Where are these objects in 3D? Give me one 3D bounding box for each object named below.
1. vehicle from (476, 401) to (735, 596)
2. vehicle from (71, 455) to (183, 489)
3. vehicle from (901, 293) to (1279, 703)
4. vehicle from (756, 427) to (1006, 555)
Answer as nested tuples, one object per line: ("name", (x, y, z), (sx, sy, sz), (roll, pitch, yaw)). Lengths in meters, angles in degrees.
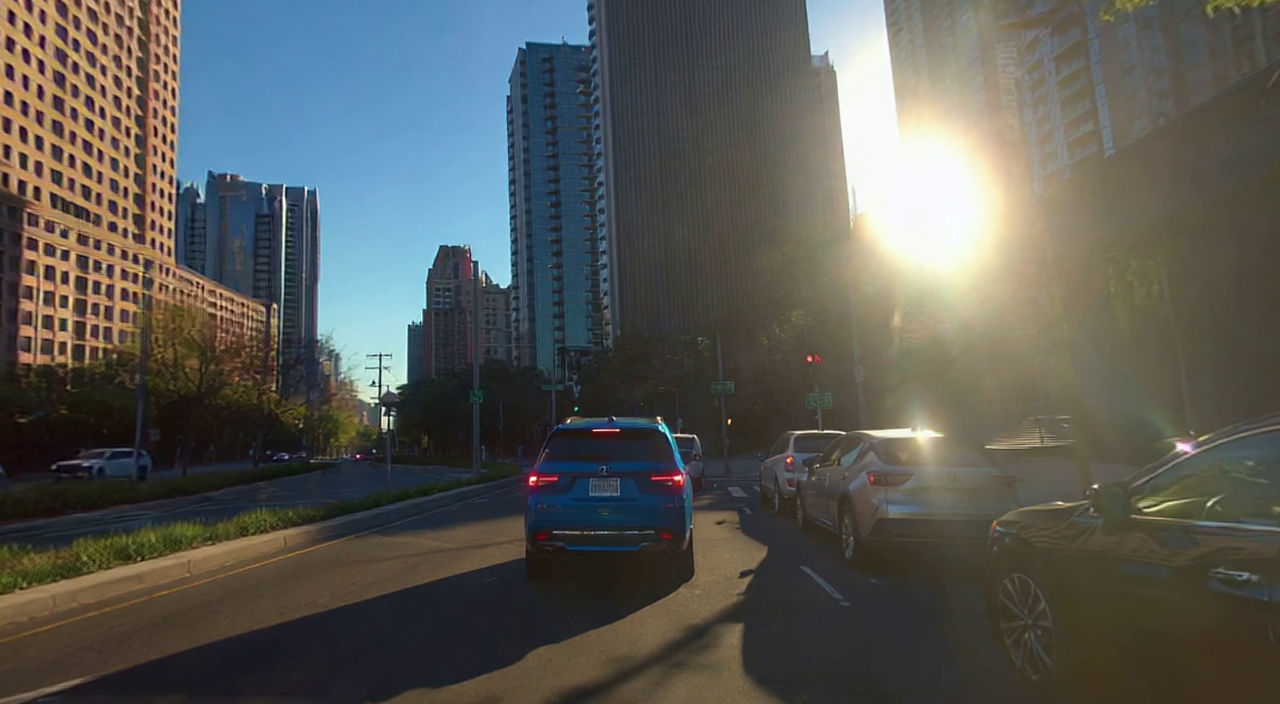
("vehicle", (-0.342, 1.586, 7.639), (2.249, 1.684, 4.084), (0, -9, -1))
("vehicle", (-25.318, 5.917, 31.429), (1.960, 1.459, 4.699), (1, -9, -6))
("vehicle", (2.999, 0.750, 2.245), (2.063, 1.760, 4.664), (0, -9, -1))
("vehicle", (3.279, 1.985, 9.808), (1.941, 1.482, 4.632), (0, -9, -2))
